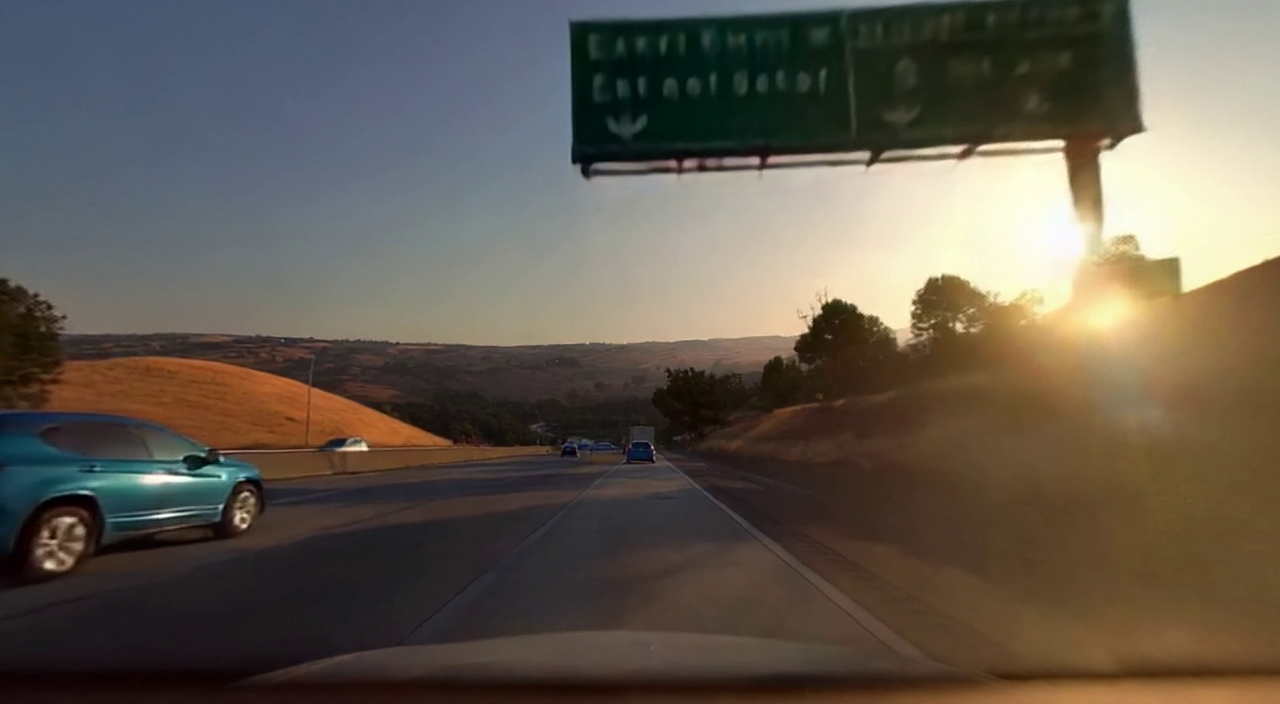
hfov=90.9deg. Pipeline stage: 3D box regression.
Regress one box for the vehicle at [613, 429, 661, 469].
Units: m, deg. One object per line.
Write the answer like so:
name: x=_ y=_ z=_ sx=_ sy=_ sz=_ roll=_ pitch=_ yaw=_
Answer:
vehicle: x=-0.144 y=5.113 z=33.252 sx=2.309 sy=1.915 sz=5.130 roll=0 pitch=-8 yaw=0

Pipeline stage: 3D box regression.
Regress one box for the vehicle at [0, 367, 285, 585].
vehicle: x=-6.940 y=1.362 z=7.303 sx=2.323 sy=1.947 sz=5.672 roll=0 pitch=-8 yaw=0

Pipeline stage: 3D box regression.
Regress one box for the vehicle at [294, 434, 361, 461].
vehicle: x=-20.996 y=6.440 z=42.660 sx=2.125 sy=1.709 sz=4.642 roll=0 pitch=-8 yaw=0
